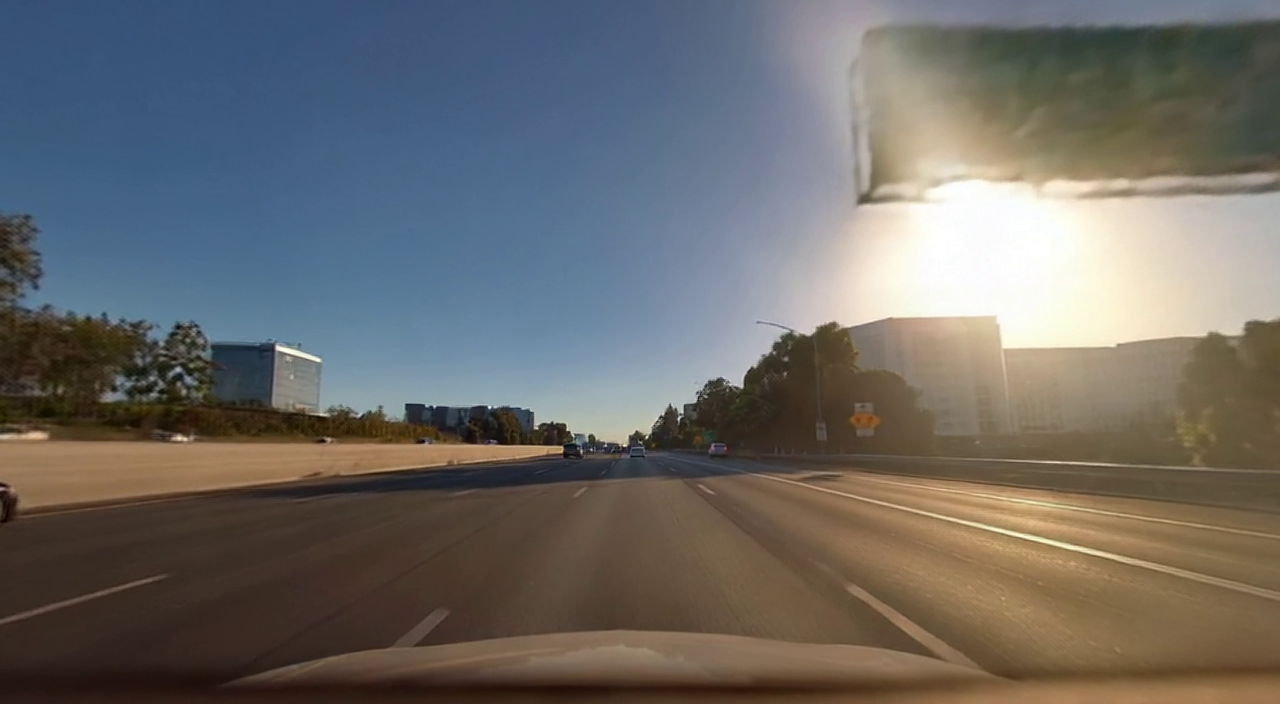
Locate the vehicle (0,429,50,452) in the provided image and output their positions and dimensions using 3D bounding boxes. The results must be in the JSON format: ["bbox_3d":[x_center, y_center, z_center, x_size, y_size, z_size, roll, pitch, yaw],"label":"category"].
[{"bbox_3d":[-48.441,6.710,47.881,2.025,1.701,5.588,0,-9,0],"label":"vehicle"}]
